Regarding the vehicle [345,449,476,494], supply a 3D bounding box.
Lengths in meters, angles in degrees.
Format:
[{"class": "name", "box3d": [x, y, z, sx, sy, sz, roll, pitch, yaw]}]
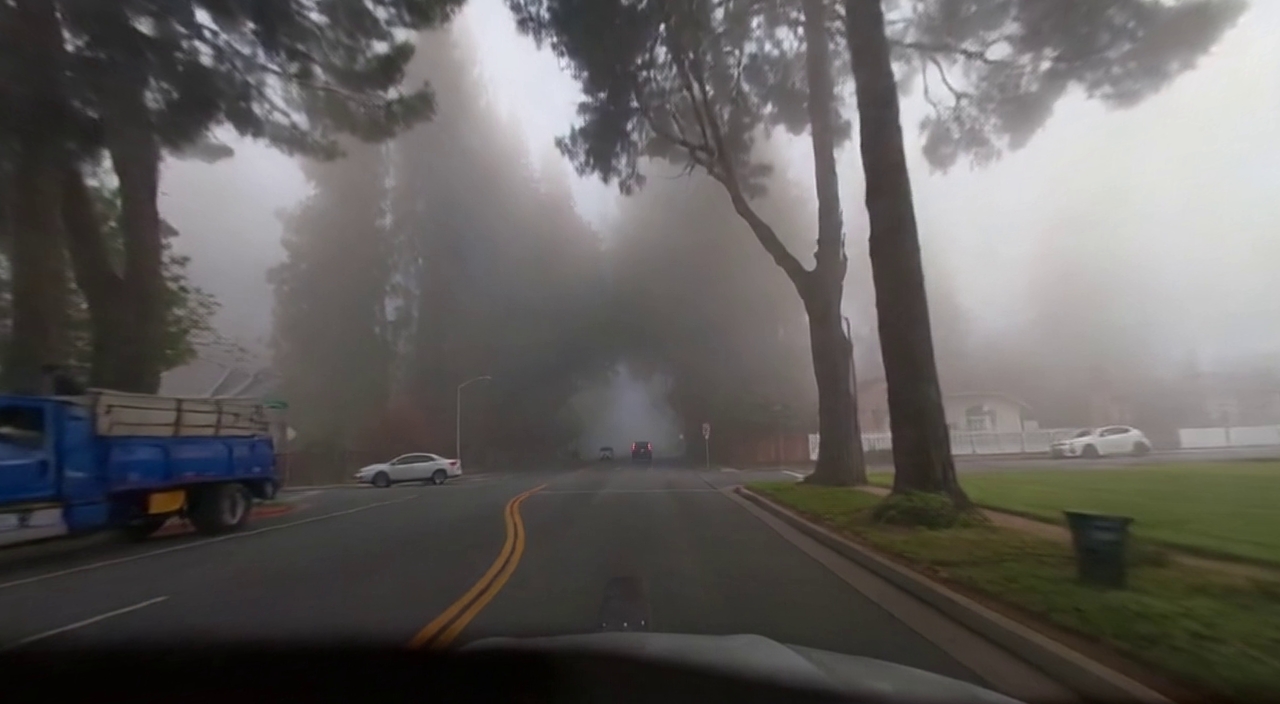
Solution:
[{"class": "vehicle", "box3d": [-9.392, 4.919, 26.060, 4.594, 1.696, 1.971, 1, -9, -1]}]

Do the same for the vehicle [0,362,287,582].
[{"class": "vehicle", "box3d": [-9.373, 1.941, 10.279, 2.816, 2.723, 7.506, -4, -9, 1]}]
